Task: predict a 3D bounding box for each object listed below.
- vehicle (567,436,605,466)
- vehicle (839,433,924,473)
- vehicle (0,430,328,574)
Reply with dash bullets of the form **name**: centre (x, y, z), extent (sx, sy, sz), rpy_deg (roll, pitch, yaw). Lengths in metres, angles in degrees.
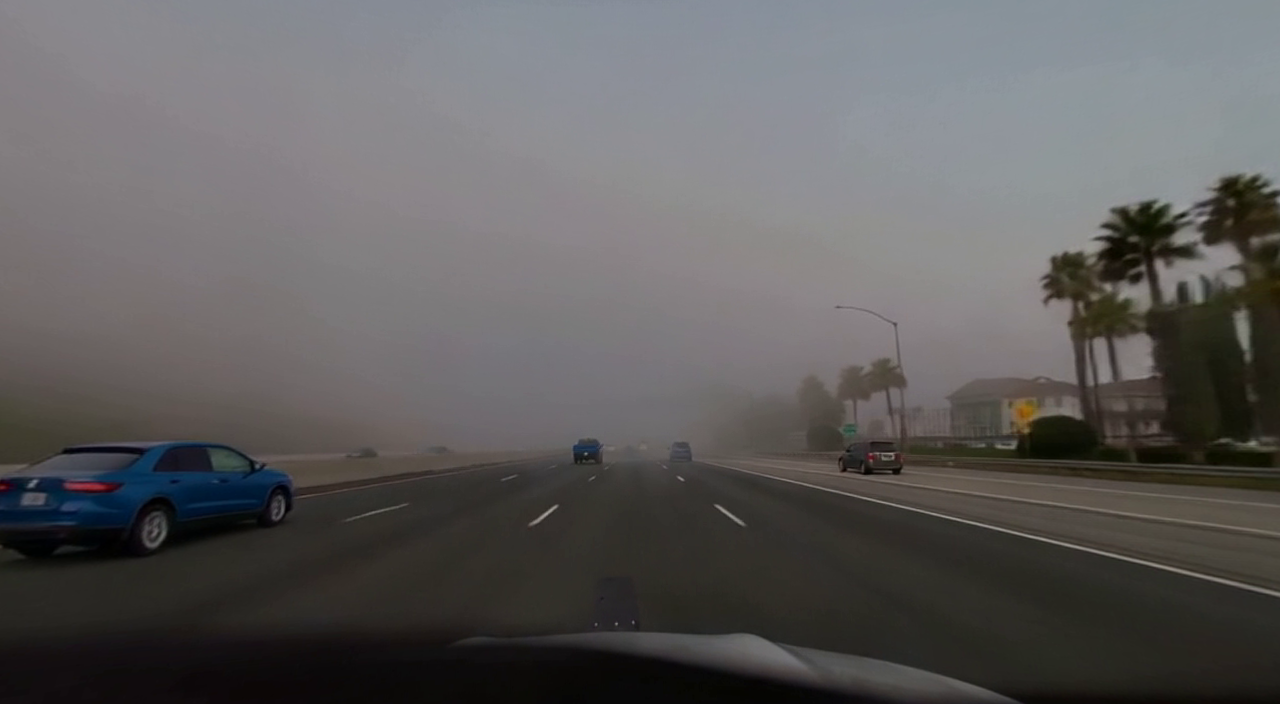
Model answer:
- **vehicle**: centre (-3.754, 6.990, 44.551), extent (2.225, 1.967, 4.673), rpy_deg (0, -9, 1)
- **vehicle**: centre (11.608, 4.916, 30.756), extent (2.168, 1.792, 4.457), rpy_deg (0, -9, -3)
- **vehicle**: centre (-6.795, 1.946, 9.104), extent (2.018, 1.480, 4.999), rpy_deg (0, -9, 0)
